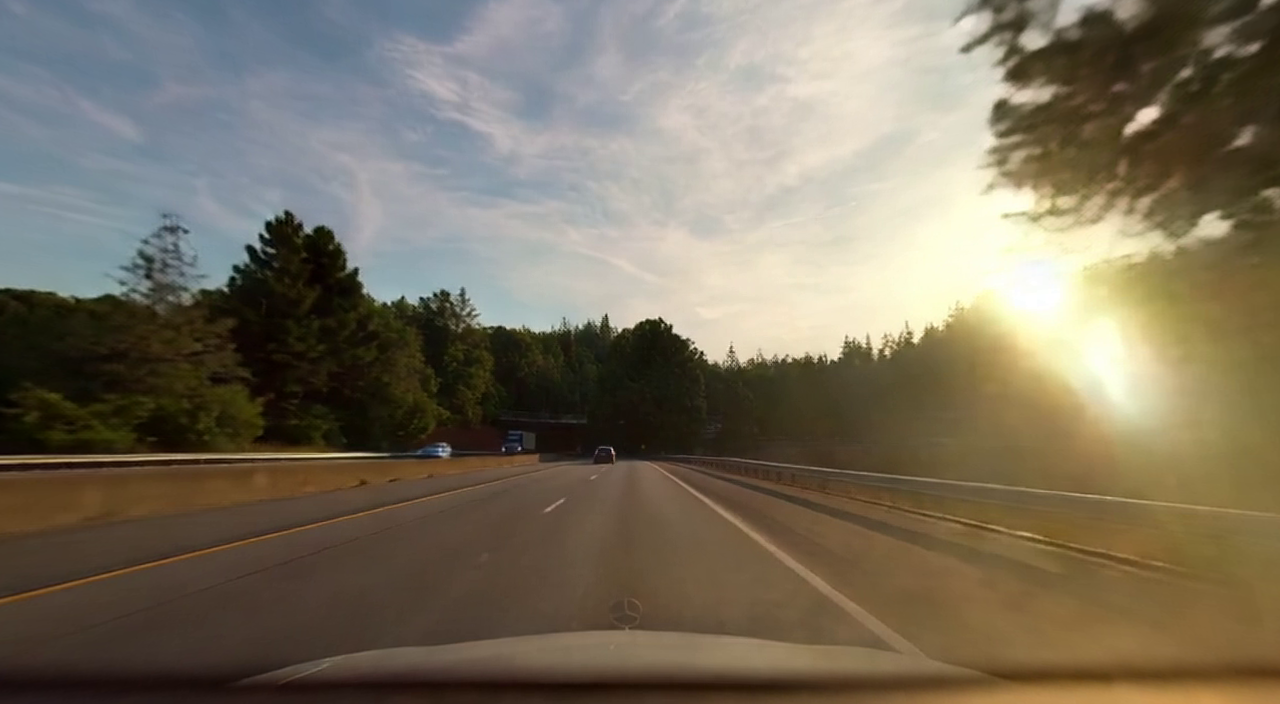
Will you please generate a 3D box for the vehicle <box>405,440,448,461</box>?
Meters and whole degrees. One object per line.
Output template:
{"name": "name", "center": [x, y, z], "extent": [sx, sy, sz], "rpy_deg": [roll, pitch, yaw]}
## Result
{"name": "vehicle", "center": [-15.680, 7.220, 46.400], "extent": [1.781, 1.458, 3.767], "rpy_deg": [0, -9, 1]}
